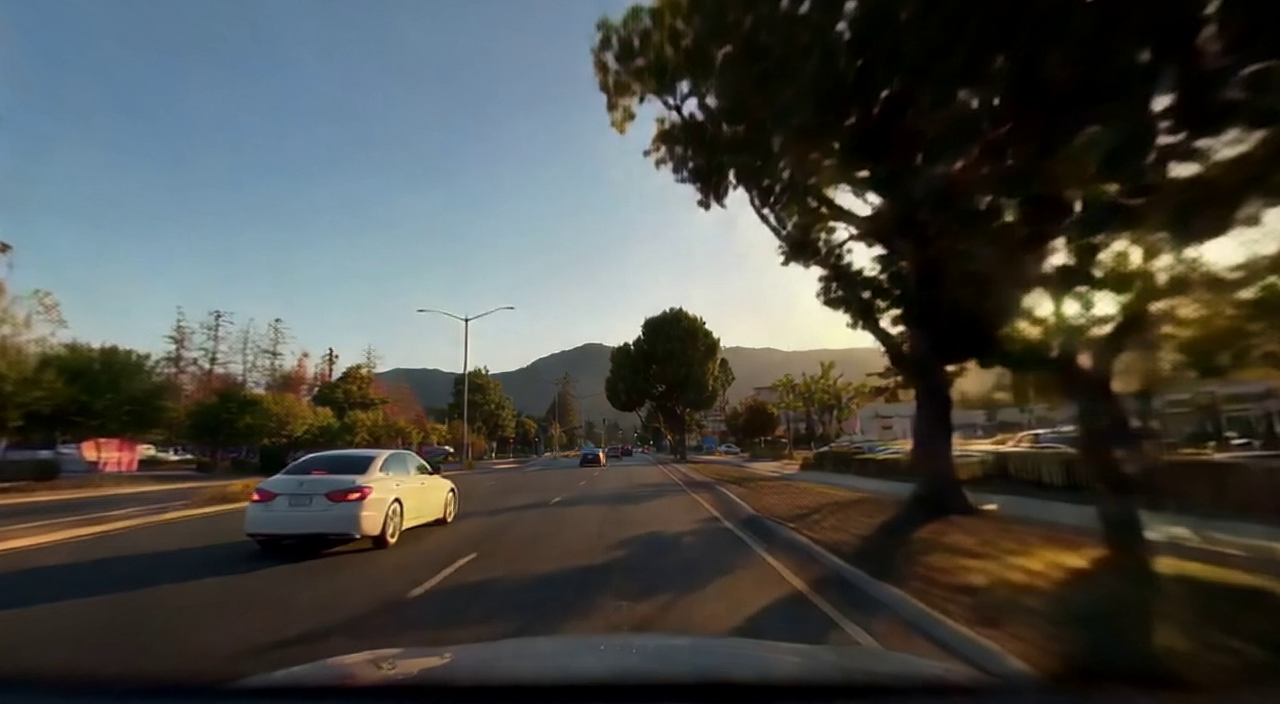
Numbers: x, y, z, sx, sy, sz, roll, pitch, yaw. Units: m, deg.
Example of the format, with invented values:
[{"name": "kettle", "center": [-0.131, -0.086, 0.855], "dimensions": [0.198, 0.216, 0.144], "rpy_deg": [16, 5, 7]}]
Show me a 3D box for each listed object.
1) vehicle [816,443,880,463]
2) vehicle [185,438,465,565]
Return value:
[{"name": "vehicle", "center": [16.000, 7.798, 48.770], "dimensions": [4.197, 1.466, 1.930], "rpy_deg": [0, -9, -2]}, {"name": "vehicle", "center": [-4.304, 2.090, 9.666], "dimensions": [2.003, 1.454, 4.484], "rpy_deg": [0, -9, 0]}]
